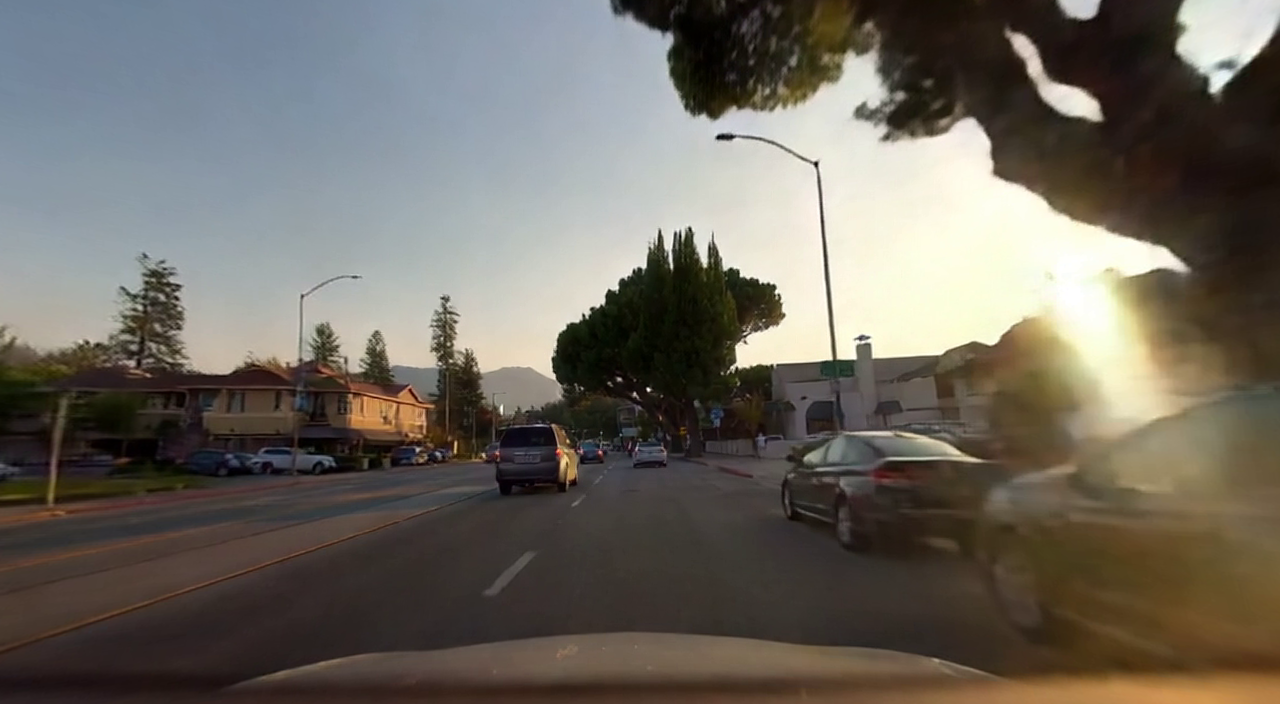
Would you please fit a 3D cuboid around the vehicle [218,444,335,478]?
[{"bbox_3d":[-24.035,7.199,41.948,6.055,2.148,2.690,0,-8,-1],"label":"vehicle"}]

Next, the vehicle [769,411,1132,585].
[{"bbox_3d":[3.513,1.770,8.705,2.049,1.631,5.292,0,-8,-4],"label":"vehicle"}]

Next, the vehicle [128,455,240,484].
[{"bbox_3d":[-26.479,6.796,36.779,4.926,1.571,1.941,0,-8,-1],"label":"vehicle"}]

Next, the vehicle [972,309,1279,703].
[{"bbox_3d":[3.718,0.744,2.531,2.090,1.861,4.805,0,-8,-1],"label":"vehicle"}]

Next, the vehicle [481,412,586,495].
[{"bbox_3d":[-2.946,2.993,18.851,2.213,2.123,5.124,0,-8,0],"label":"vehicle"}]

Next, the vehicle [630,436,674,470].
[{"bbox_3d":[0.580,5.254,33.020,2.126,1.657,4.132,0,-8,0],"label":"vehicle"}]
